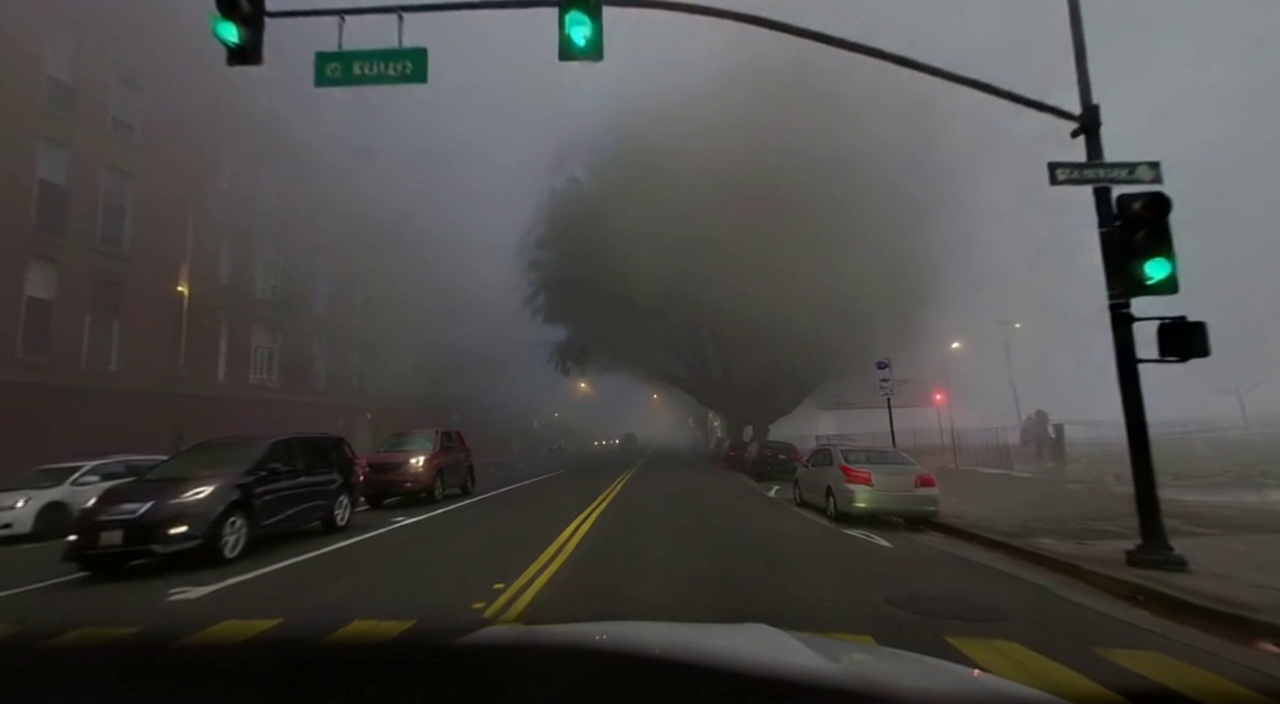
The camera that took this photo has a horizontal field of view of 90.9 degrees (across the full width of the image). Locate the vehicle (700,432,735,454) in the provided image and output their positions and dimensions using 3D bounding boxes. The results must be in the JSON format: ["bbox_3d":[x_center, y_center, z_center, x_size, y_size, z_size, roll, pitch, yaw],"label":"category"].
[{"bbox_3d":[5.817,6.861,47.906,2.155,1.458,5.178,1,-7,1],"label":"vehicle"}]

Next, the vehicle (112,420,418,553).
[{"bbox_3d":[-5.255,1.928,9.729,1.942,1.559,4.298,-1,-8,2],"label":"vehicle"}]

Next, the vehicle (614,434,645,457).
[{"bbox_3d":[-0.700,6.706,45.187,1.973,1.496,3.713,-1,-8,2],"label":"vehicle"}]

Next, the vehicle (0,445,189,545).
[{"bbox_3d":[-11.405,2.661,12.430,1.933,1.628,3.973,-1,-8,2],"label":"vehicle"}]

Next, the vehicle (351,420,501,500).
[{"bbox_3d":[-5.289,2.757,16.479,1.958,1.731,5.051,-1,-8,2],"label":"vehicle"}]

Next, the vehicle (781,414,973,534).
[{"bbox_3d":[3.978,2.115,11.417,1.924,1.765,3.954,0,-8,0],"label":"vehicle"}]
